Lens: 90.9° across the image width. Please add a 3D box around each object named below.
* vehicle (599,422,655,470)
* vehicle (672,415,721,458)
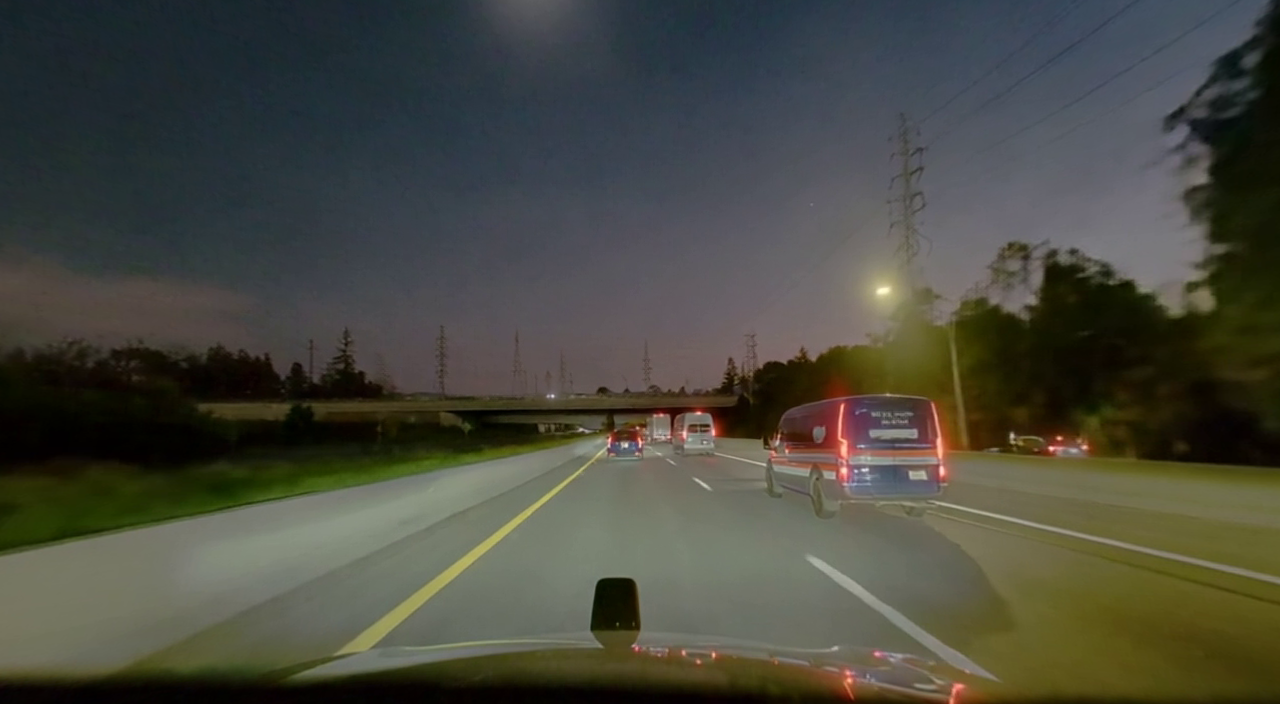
[{"bbox_3d":[-0.544,3.770,25.480,2.073,1.750,4.116,0,-8,-2],"label":"vehicle"},{"bbox_3d":[3.440,5.276,39.386,2.387,2.506,5.374,0,-8,-2],"label":"vehicle"}]
